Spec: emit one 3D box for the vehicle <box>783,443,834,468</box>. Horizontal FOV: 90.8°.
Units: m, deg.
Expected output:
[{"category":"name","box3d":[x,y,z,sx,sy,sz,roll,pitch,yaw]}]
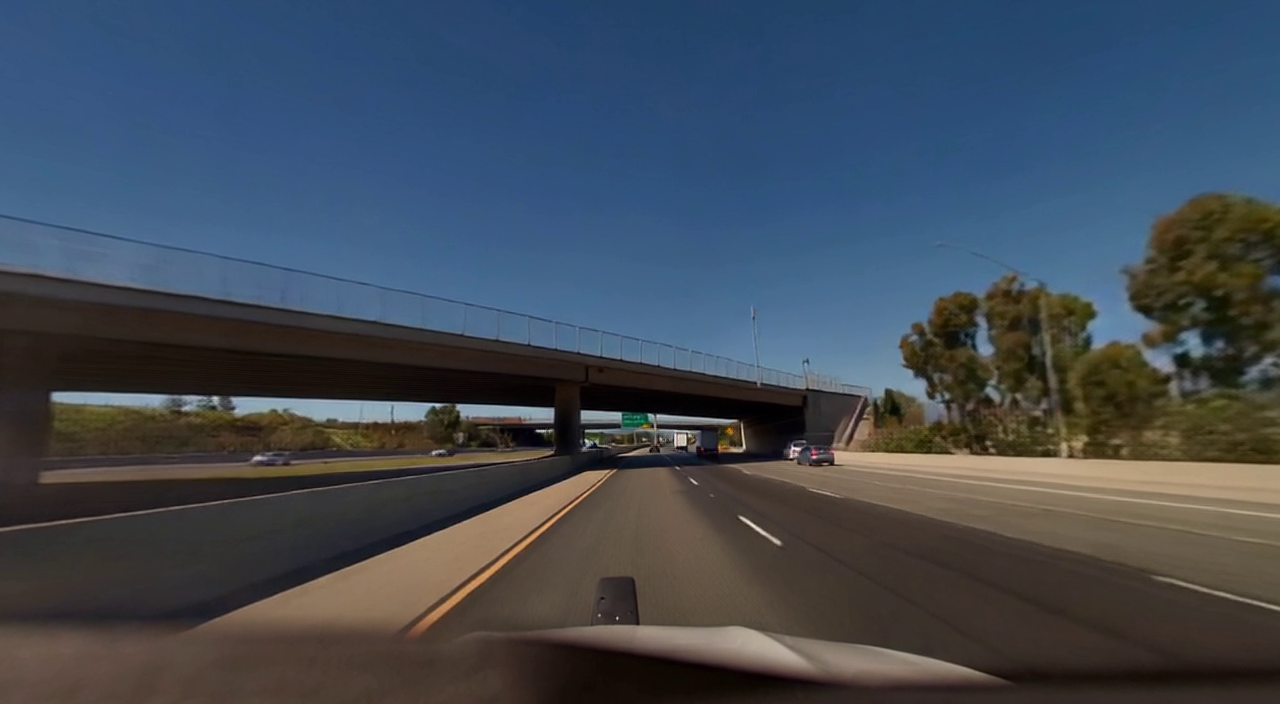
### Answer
[{"category":"vehicle","box3d":[11.259,6.937,42.528,2.229,1.599,4.253,0,-8,0]}]
